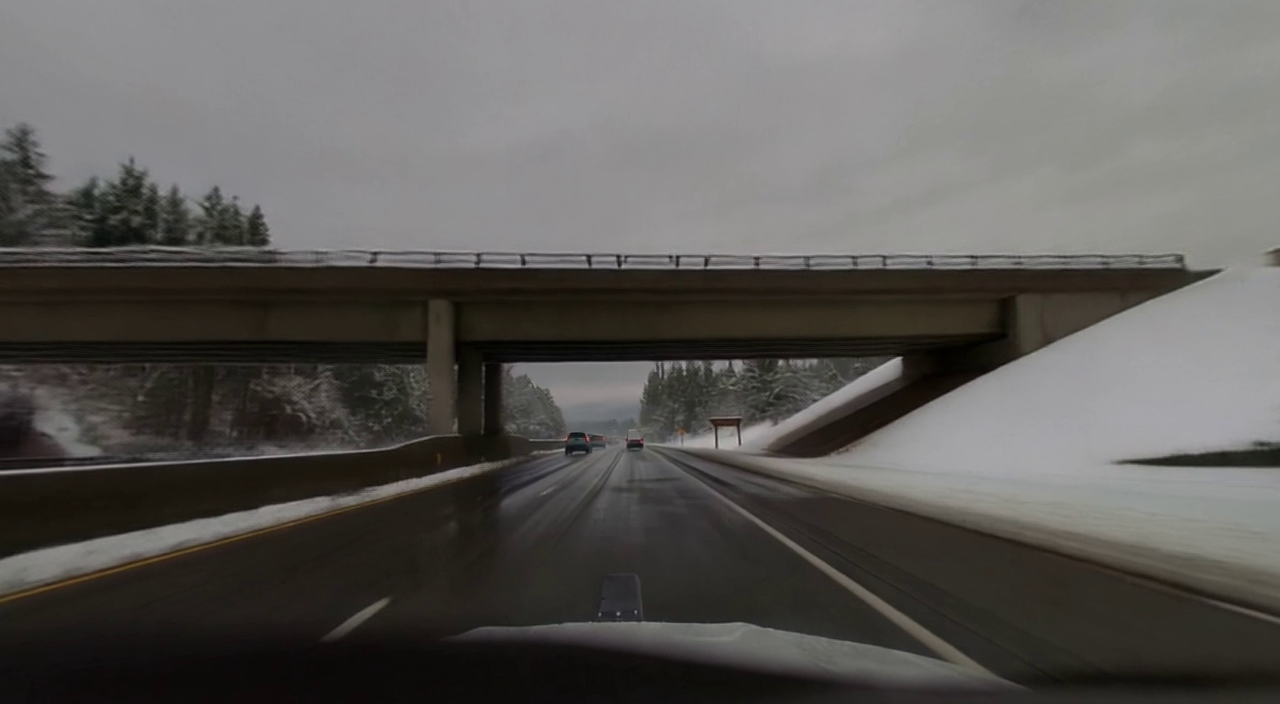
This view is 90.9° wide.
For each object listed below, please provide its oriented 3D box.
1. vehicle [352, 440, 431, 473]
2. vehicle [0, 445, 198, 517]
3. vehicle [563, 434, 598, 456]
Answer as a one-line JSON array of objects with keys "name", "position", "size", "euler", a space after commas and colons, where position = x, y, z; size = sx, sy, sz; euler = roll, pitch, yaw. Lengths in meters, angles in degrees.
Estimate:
[{"name": "vehicle", "position": [-12.440, 5.240, 31.938], "size": [2.226, 1.472, 4.442], "euler": [0, -8, -1]}, {"name": "vehicle", "position": [-12.997, 2.951, 14.980], "size": [2.062, 1.437, 4.002], "euler": [0, -8, -1]}, {"name": "vehicle", "position": [-4.355, 6.880, 46.758], "size": [2.169, 1.588, 4.264], "euler": [0, -8, -1]}]
